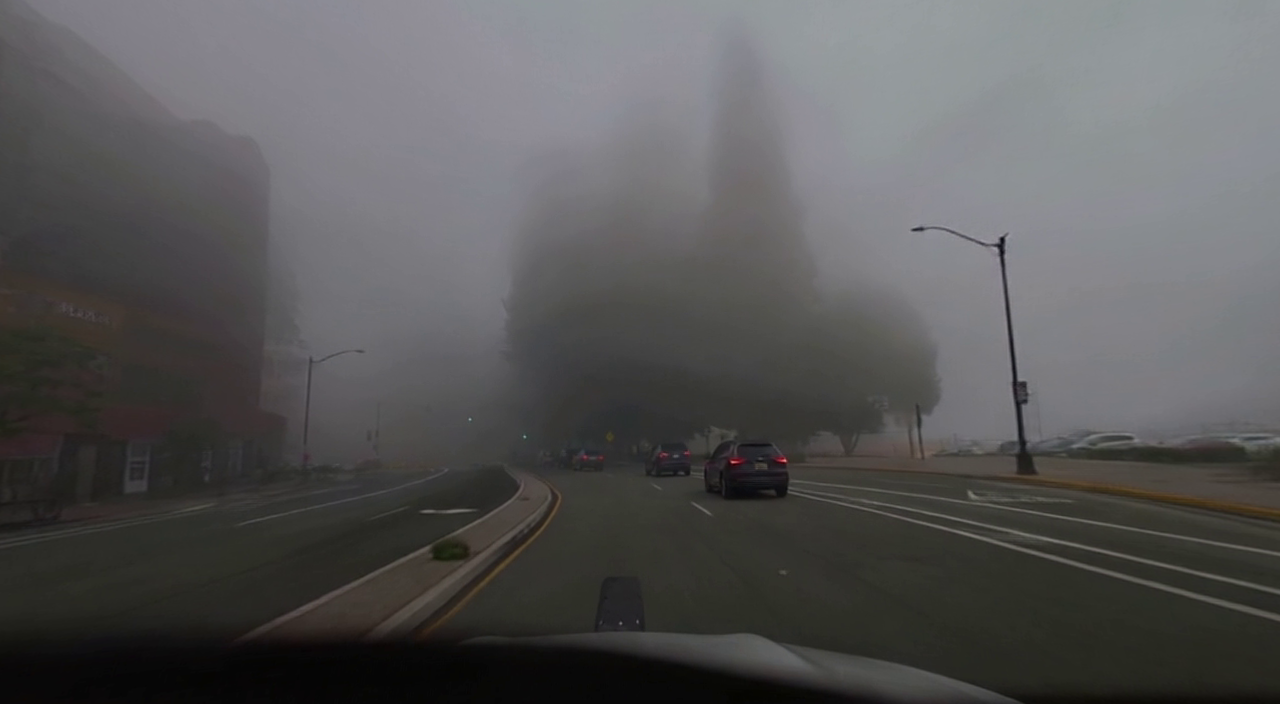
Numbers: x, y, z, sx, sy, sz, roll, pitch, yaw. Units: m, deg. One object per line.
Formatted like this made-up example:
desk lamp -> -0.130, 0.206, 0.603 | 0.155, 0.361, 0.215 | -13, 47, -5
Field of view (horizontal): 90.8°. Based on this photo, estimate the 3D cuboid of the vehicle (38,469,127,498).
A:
vehicle -> -31.706, 7.463, 36.098 | 1.600, 1.375, 4.319 | 0, -9, -8

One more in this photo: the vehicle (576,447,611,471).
vehicle -> -3.167, 7.185, 42.515 | 2.068, 1.512, 3.987 | 1, -9, -8

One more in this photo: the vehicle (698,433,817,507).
vehicle -> 2.794, 2.934, 16.083 | 1.966, 1.596, 3.980 | 0, -9, -5

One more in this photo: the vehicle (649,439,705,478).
vehicle -> 1.736, 5.242, 31.309 | 2.046, 1.768, 4.370 | 0, -9, -6

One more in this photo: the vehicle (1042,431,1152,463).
vehicle -> 26.950, 5.630, 37.386 | 4.736, 1.755, 2.221 | 0, -8, -2
